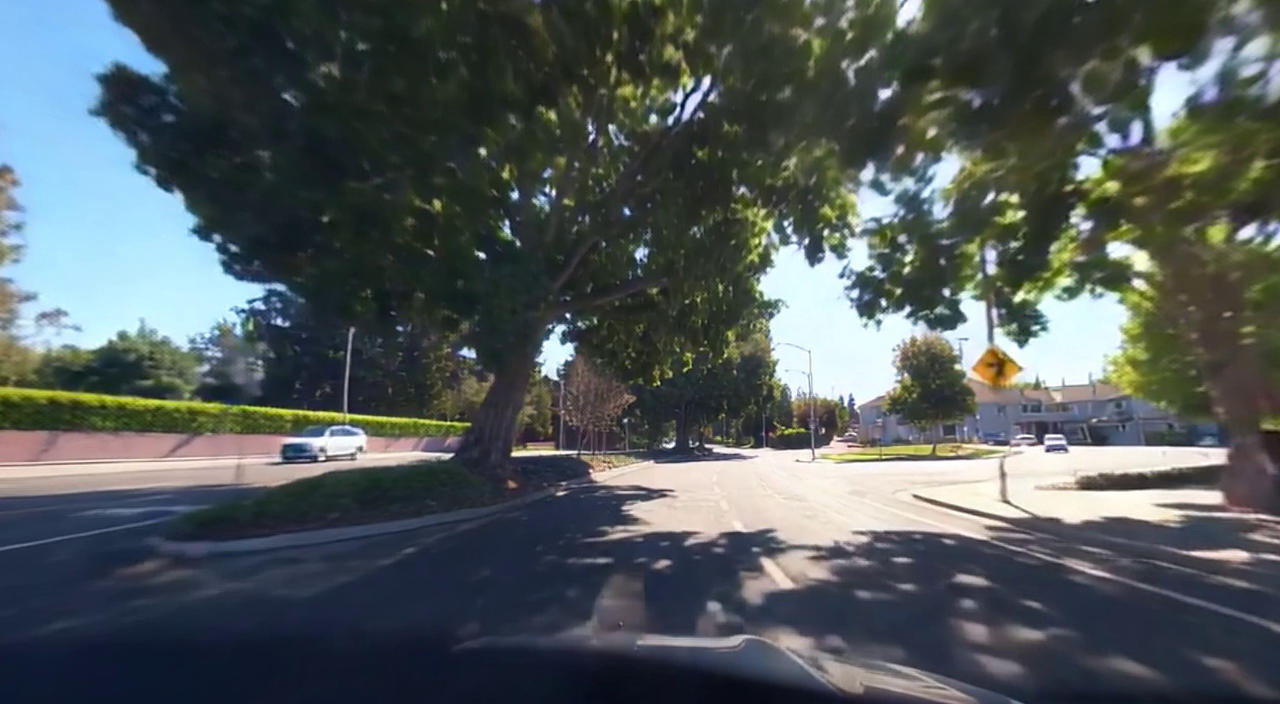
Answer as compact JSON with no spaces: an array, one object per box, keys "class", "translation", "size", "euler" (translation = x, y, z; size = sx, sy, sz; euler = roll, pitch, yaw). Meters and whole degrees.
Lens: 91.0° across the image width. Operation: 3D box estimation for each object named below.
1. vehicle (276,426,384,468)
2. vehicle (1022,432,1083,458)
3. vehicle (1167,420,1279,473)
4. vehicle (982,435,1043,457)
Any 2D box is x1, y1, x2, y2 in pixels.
[{"class":"vehicle","translation":[-13.395,4.143,27.567],"size":[1.995,1.658,4.542],"euler":[-1,-9,7]},{"class":"vehicle","translation":[31.830,7.138,48.536],"size":[4.598,1.493,1.951],"euler":[-1,-6,-31]},{"class":"vehicle","translation":[26.538,4.022,27.189],"size":[2.271,2.010,5.139],"euler":[0,-5,-31]},{"class":"vehicle","translation":[26.876,6.772,45.422],"size":[4.456,1.489,1.963],"euler":[6,-10,-33]}]
